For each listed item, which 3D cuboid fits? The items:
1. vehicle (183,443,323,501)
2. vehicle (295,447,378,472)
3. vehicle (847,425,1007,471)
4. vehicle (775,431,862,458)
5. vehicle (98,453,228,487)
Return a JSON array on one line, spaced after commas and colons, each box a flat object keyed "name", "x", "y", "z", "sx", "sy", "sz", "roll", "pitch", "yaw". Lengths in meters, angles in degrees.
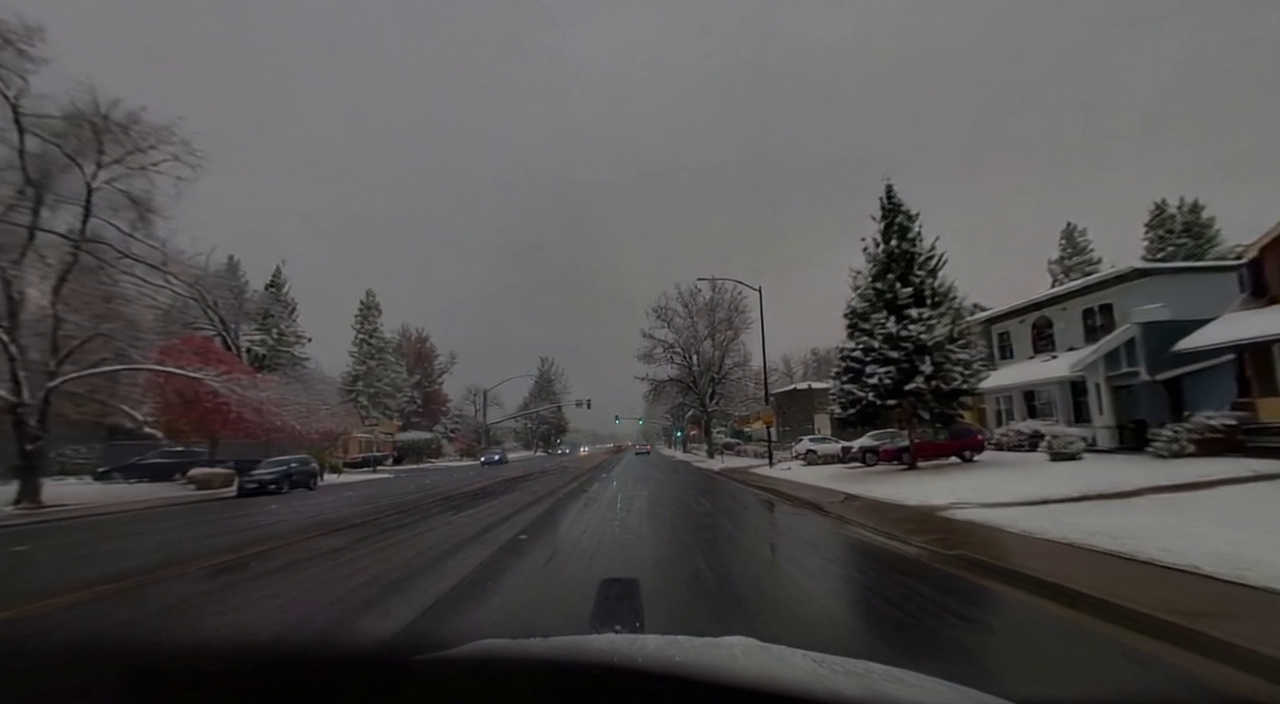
[{"name": "vehicle", "x": -14.371, "y": 4.436, "z": 23.955, "sx": 2.008, "sy": 1.908, "sz": 5.305, "roll": 0, "pitch": -9, "yaw": -1}, {"name": "vehicle", "x": -21.414, "y": 7.575, "z": 44.703, "sx": 4.723, "sy": 1.696, "sz": 2.082, "roll": 0, "pitch": -8, "yaw": 2}, {"name": "vehicle", "x": 10.060, "y": 3.415, "z": 22.438, "sx": 4.660, "sy": 1.513, "sz": 2.067, "roll": 0, "pitch": -9, "yaw": -1}, {"name": "vehicle", "x": 10.778, "y": 5.633, "z": 38.400, "sx": 4.675, "sy": 1.520, "sz": 1.925, "roll": 0, "pitch": -9, "yaw": 0}, {"name": "vehicle", "x": -21.099, "y": 5.233, "z": 28.091, "sx": 4.284, "sy": 1.431, "sz": 1.811, "roll": 0, "pitch": -9, "yaw": 0}]
